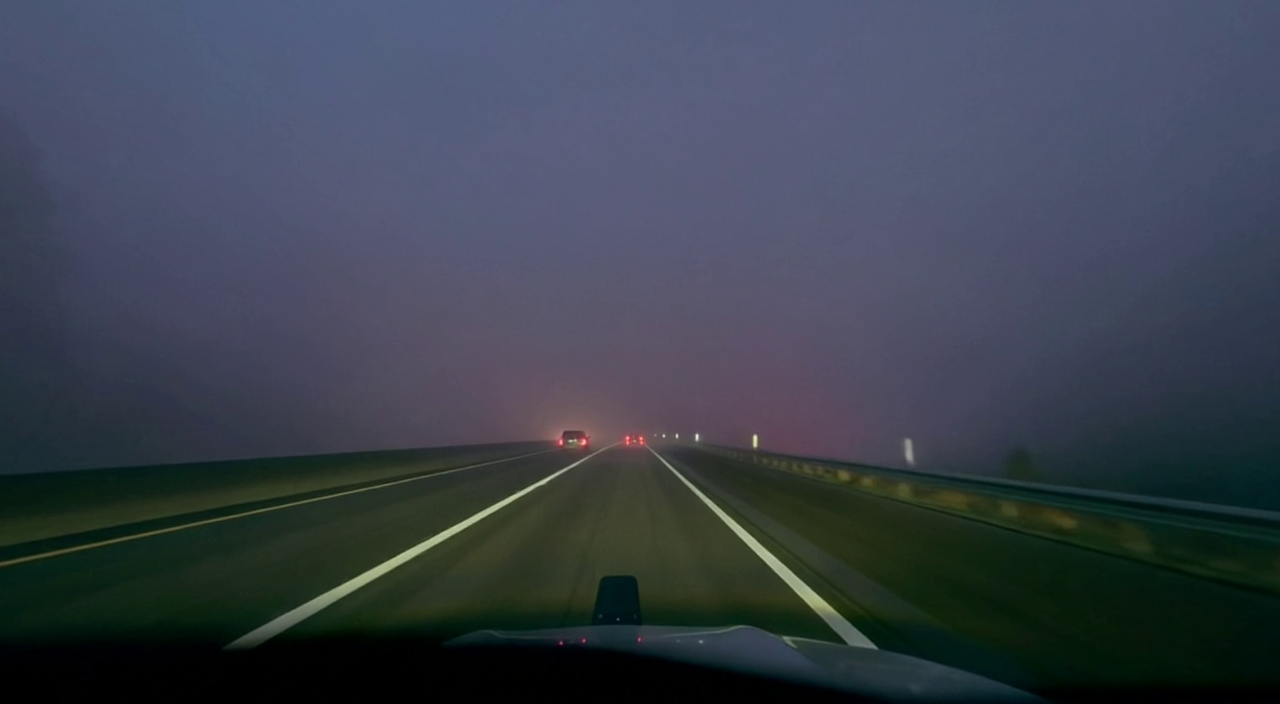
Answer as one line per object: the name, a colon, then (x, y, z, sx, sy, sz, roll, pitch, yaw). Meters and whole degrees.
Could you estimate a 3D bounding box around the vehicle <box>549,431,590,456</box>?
vehicle: (-4.542, 5.974, 41.364, 2.149, 1.532, 4.905, 0, -8, 0)
